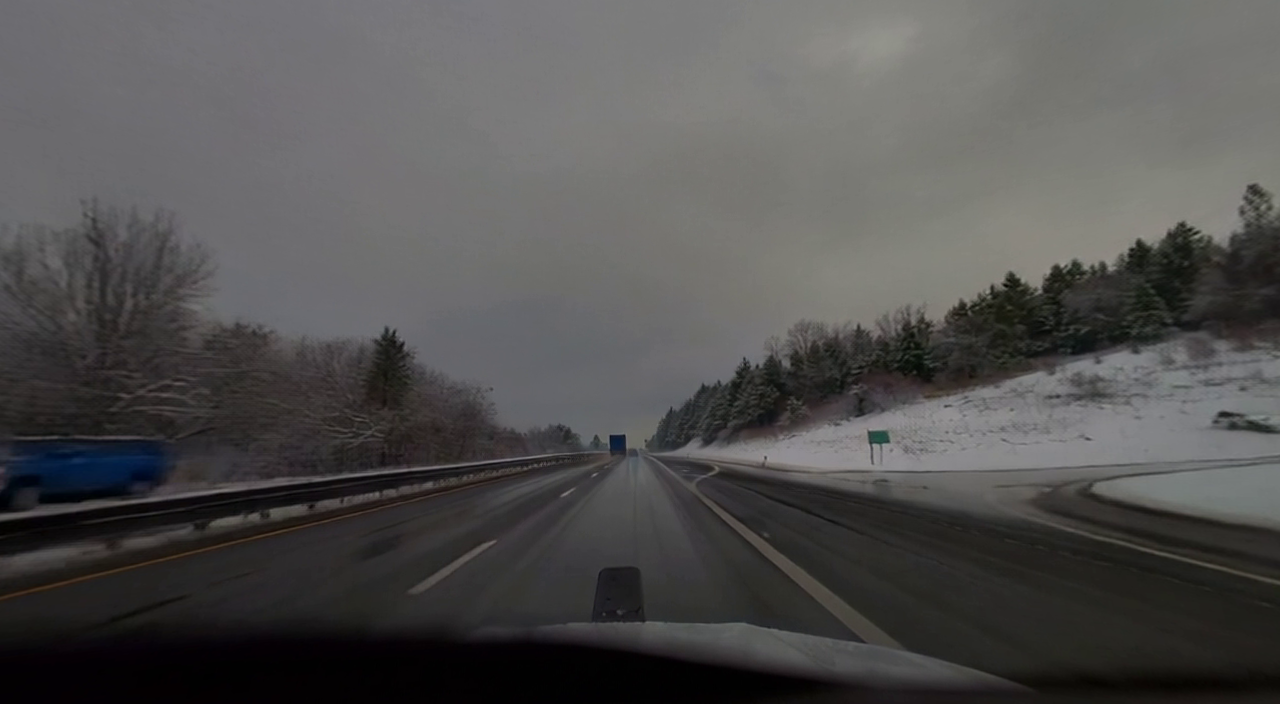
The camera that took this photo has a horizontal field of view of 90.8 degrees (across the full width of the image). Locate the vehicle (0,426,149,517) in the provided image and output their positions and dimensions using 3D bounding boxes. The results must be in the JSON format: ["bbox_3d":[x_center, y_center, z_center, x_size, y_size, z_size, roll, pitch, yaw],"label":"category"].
[{"bbox_3d":[-12.197,2.327,12.569,1.975,1.575,3.441,0,-9,0],"label":"vehicle"}]
